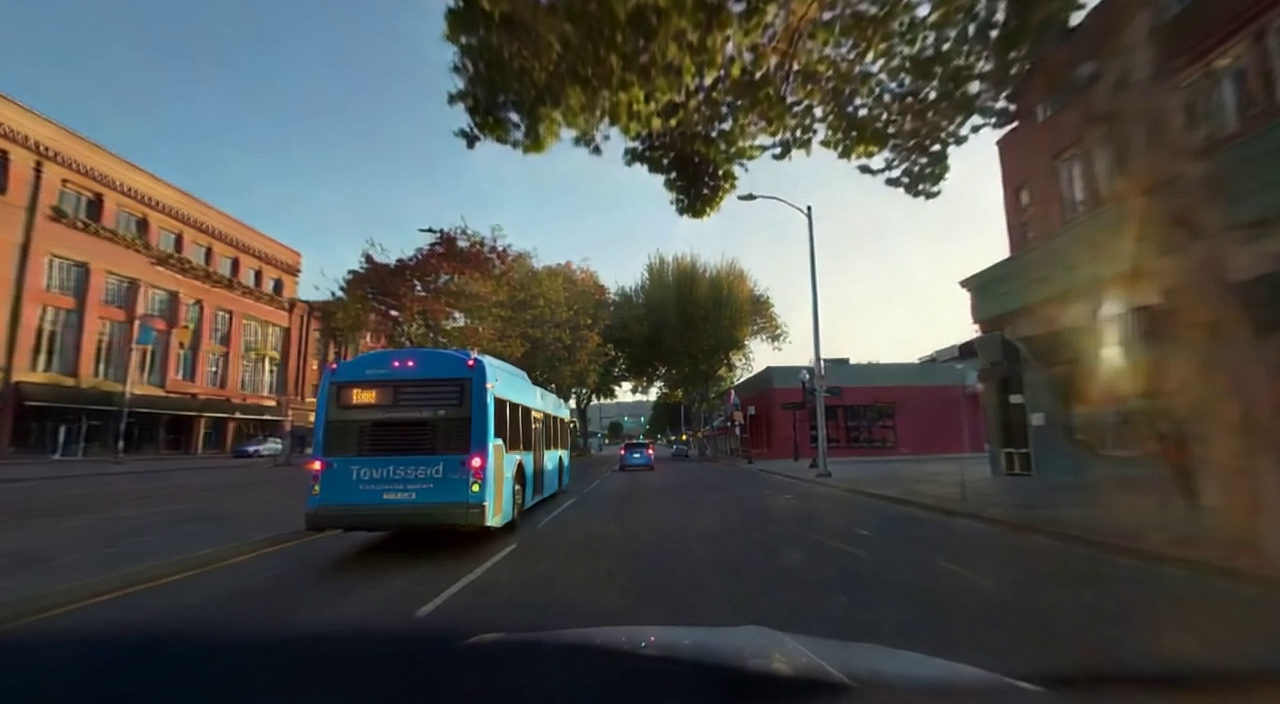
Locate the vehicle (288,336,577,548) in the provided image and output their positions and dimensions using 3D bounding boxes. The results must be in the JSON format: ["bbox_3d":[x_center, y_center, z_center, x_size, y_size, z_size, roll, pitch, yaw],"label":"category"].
[{"bbox_3d":[-3.240,1.847,12.939,2.920,2.884,8.588,0,-8,1],"label":"vehicle"}]

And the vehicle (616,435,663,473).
[{"bbox_3d":[-0.016,4.960,30.756,2.120,1.727,3.917,0,-8,0],"label":"vehicle"}]
